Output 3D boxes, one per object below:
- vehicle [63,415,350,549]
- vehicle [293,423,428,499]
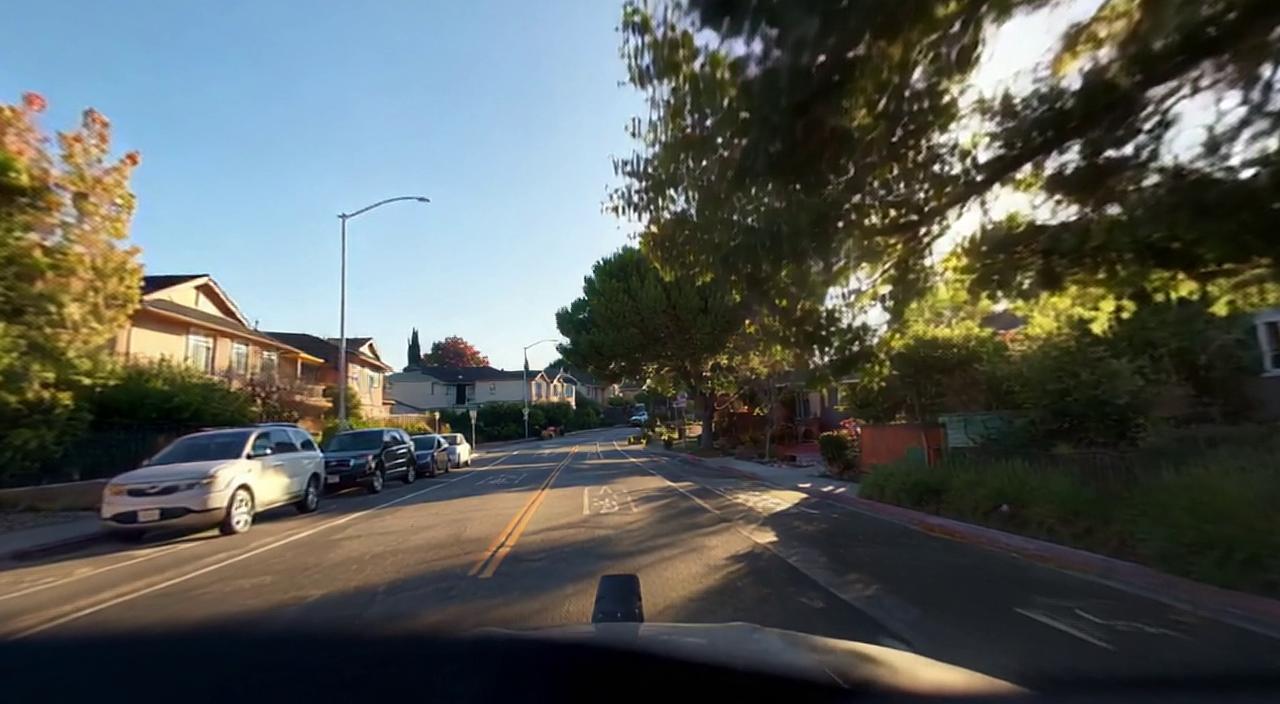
[{"bbox_3d":[-6.856,2.042,10.714,2.147,1.780,4.165,0,-8,-5],"label":"vehicle"},{"bbox_3d":[-7.330,2.858,17.087,1.865,1.750,4.507,0,-8,-4],"label":"vehicle"}]
